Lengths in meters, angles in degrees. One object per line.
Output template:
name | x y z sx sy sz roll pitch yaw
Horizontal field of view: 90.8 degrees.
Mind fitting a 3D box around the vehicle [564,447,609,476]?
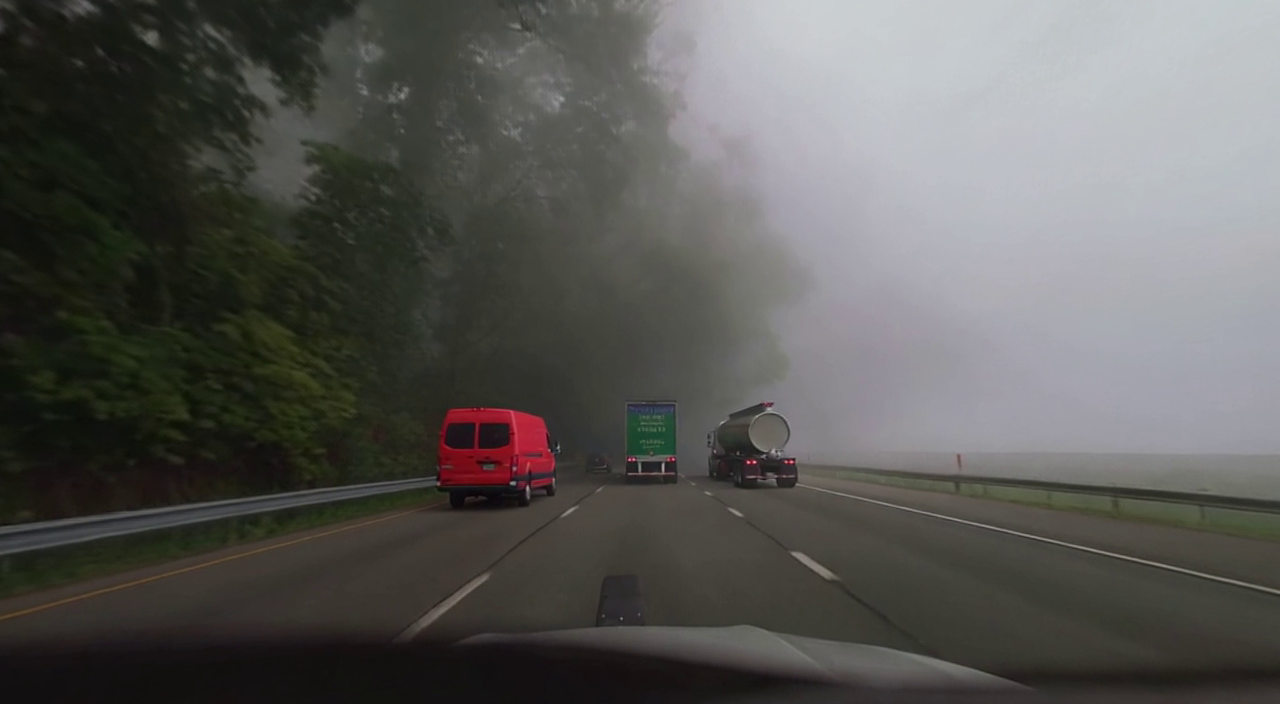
vehicle | -3.171 6.650 38.480 2.134 1.652 4.439 -1 -9 3

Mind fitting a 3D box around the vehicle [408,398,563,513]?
vehicle | -3.882 2.827 17.480 2.525 2.572 6.260 0 -9 2

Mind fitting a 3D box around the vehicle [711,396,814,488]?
vehicle | 5.306 4.318 29.821 2.706 3.500 11.483 0 -9 1

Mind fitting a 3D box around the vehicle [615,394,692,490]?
vehicle | 0.315 4.012 27.646 2.773 3.455 9.118 0 -9 -2
